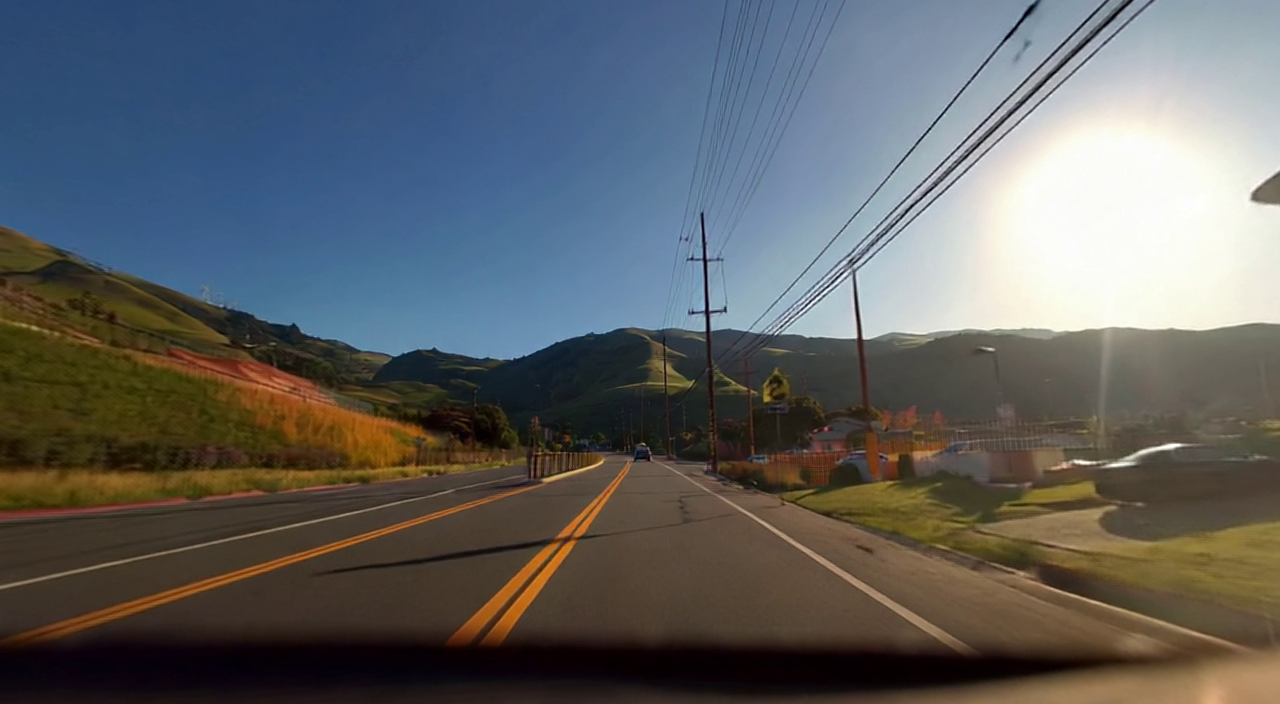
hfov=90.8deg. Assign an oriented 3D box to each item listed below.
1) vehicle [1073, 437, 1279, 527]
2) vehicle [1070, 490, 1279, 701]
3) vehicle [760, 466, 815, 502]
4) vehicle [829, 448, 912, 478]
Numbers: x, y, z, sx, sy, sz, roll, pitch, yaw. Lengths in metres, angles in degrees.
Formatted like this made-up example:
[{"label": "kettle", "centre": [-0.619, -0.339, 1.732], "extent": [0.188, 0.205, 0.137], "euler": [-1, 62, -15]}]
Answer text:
[{"label": "vehicle", "centre": [14.914, 3.393, 16.772], "extent": [4.982, 1.869, 2.265], "euler": [-4, -11, 0]}, {"label": "vehicle", "centre": [6.060, 2.083, 5.444], "extent": [1.926, 1.497, 3.988], "euler": [0, -9, 1]}, {"label": "vehicle", "centre": [6.874, 6.197, 29.855], "extent": [1.781, 1.432, 4.169], "euler": [-1, -9, 2]}, {"label": "vehicle", "centre": [15.500, 7.465, 42.694], "extent": [4.798, 1.934, 1.908], "euler": [0, -9, 1]}]
